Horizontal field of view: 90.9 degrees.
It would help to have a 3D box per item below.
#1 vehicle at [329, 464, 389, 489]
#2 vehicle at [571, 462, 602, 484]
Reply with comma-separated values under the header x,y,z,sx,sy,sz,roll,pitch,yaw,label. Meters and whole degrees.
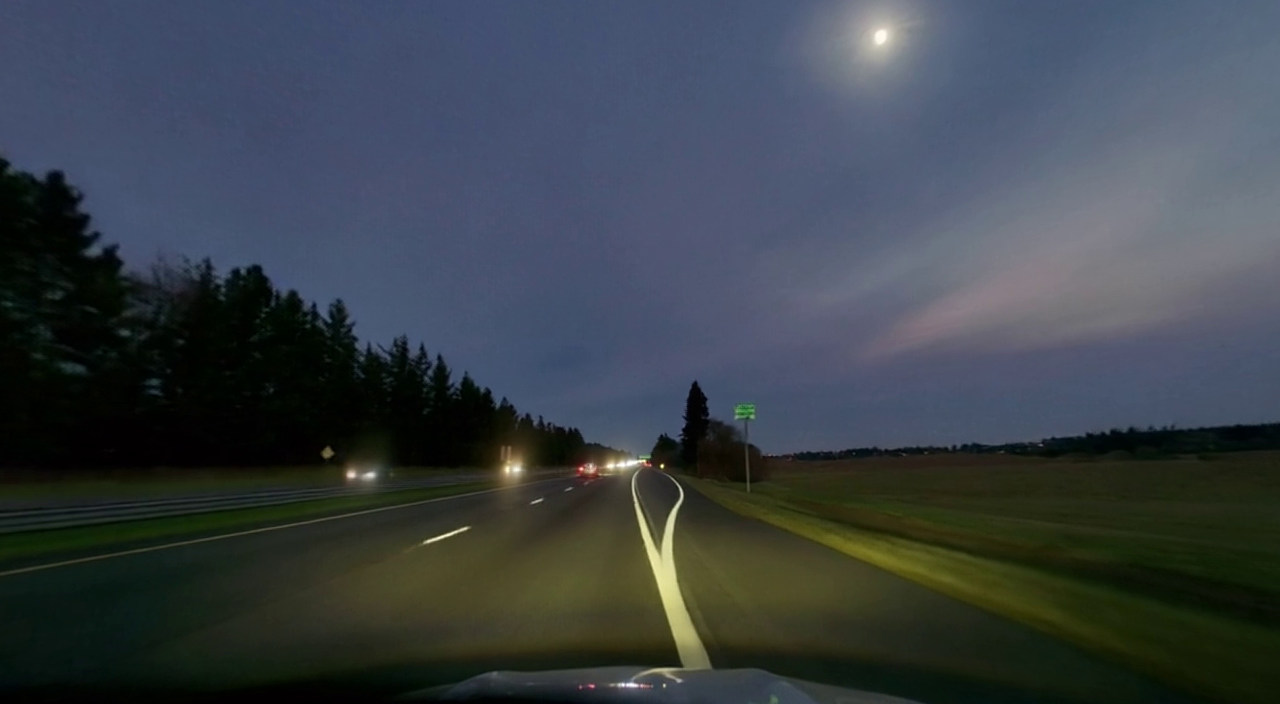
x,y,z,sx,sy,sz,roll,pitch,yaw,label
-18.175,8.078,40.998,1.832,1.481,4.505,1,-11,0,vehicle
-4.048,9.289,48.418,2.042,1.629,4.276,1,-11,0,vehicle
